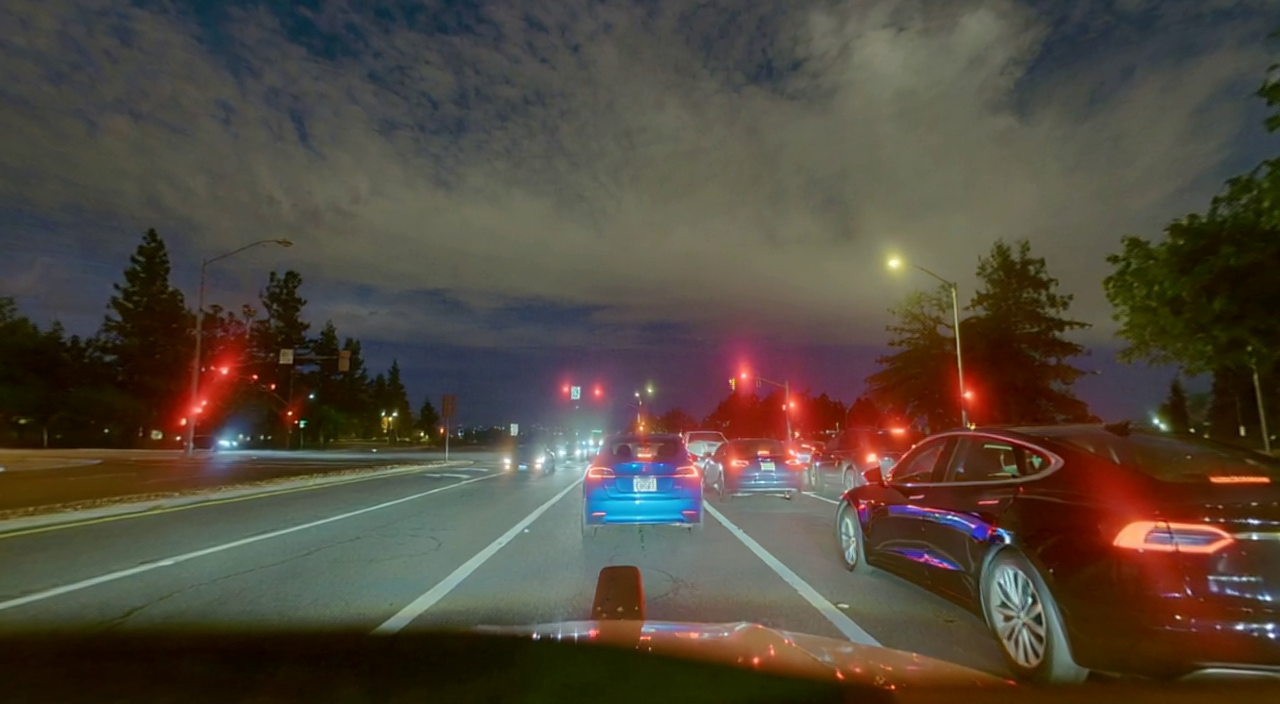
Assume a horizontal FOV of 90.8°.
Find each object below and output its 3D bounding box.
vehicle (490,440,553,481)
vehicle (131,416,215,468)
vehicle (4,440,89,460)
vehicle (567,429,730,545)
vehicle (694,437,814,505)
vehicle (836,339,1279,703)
[{"bbox_3d":[-4.629,4.292,25.251,1.972,1.457,4.171,0,-8,-4],"label":"vehicle"},{"bbox_3d":[-29.264,5.636,39.703,2.608,2.990,3.026,2,-8,2],"label":"vehicle"},{"bbox_3d":[-45.162,7.459,48.099,4.418,1.415,1.941,0,-8,-1],"label":"vehicle"},{"bbox_3d":[0.029,2.088,10.473,2.147,1.499,4.240,0,-8,-2],"label":"vehicle"},{"bbox_3d":[2.697,2.936,16.034,2.058,1.466,4.208,0,-8,-3],"label":"vehicle"},{"bbox_3d":[3.185,1.111,4.298,2.167,1.676,4.443,0,-8,-1],"label":"vehicle"}]
